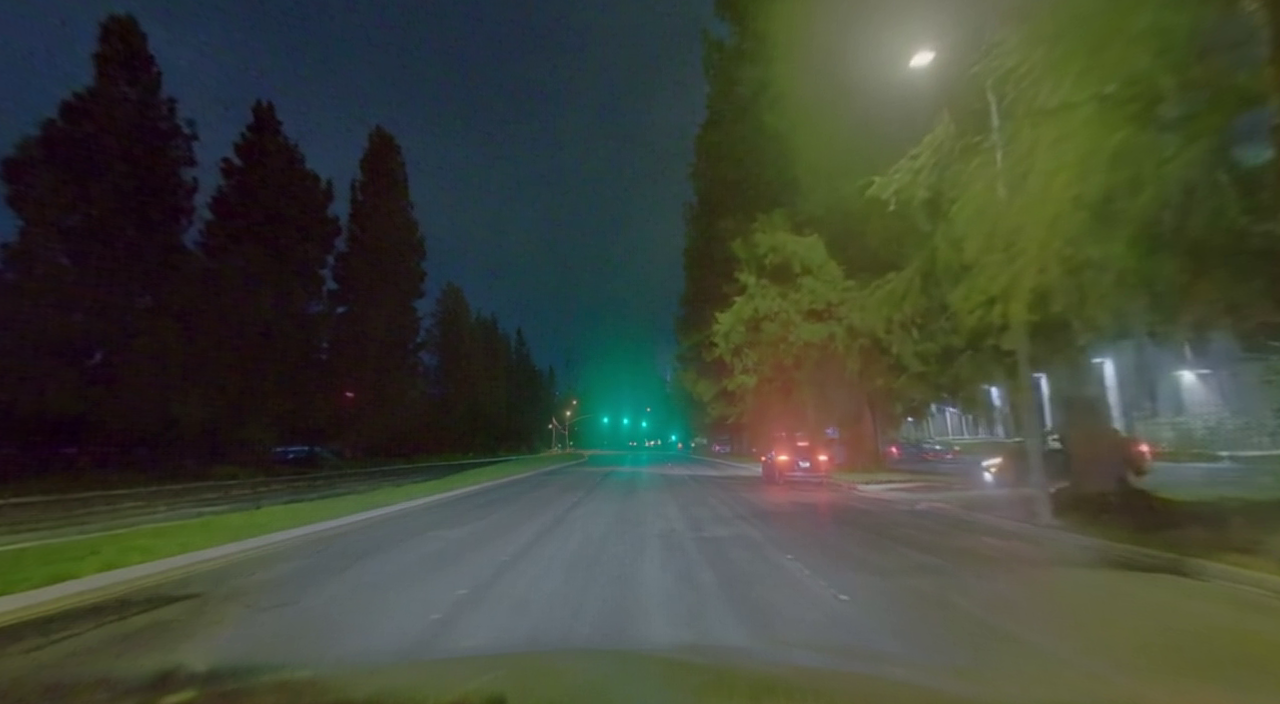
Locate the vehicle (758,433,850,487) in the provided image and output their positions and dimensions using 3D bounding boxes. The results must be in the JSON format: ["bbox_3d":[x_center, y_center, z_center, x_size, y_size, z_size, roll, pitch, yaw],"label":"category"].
[{"bbox_3d":[5.617,3.768,22.271,2.057,1.688,4.596,0,-8,1],"label":"vehicle"}]
